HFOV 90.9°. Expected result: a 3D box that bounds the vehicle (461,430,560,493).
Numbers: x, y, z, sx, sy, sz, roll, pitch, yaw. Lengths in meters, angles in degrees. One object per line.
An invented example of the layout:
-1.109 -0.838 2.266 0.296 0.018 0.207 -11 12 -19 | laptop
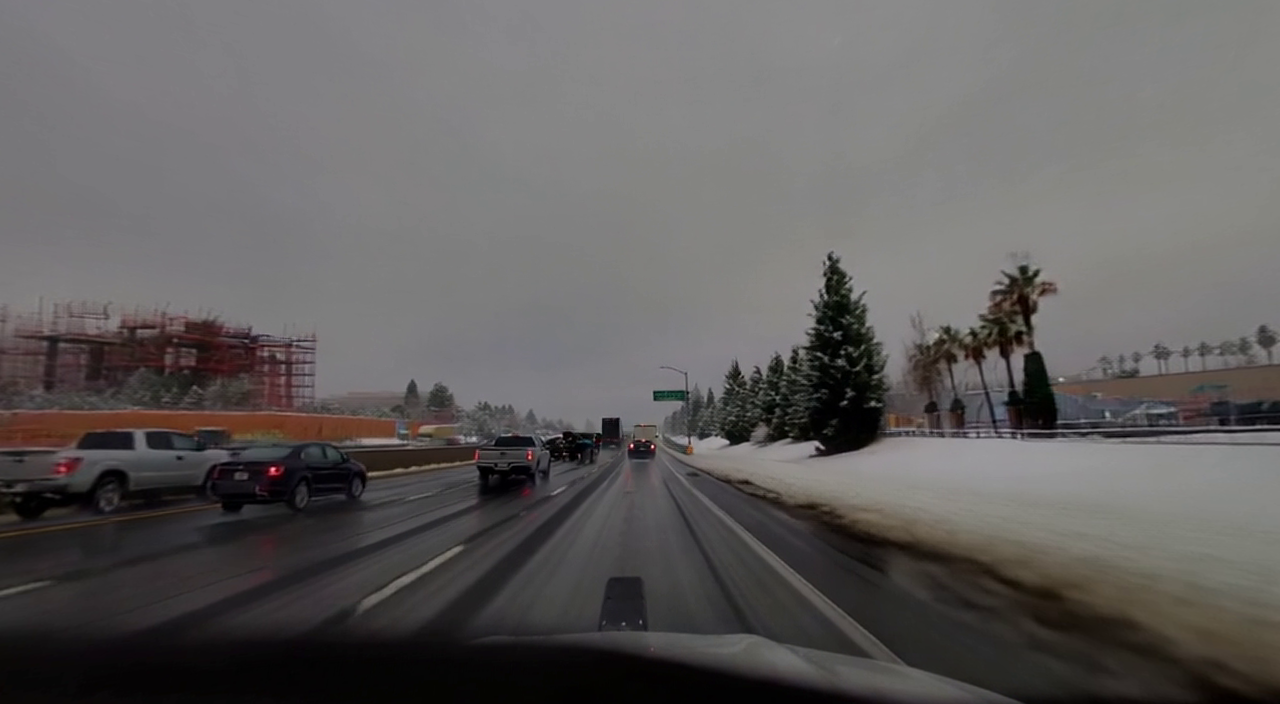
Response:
-3.942 3.408 20.052 2.108 1.740 4.549 0 -8 1 | vehicle

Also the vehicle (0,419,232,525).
-11.636 2.487 13.675 2.077 1.829 5.101 0 -8 1 | vehicle

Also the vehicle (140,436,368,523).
-7.645 2.543 13.165 1.949 1.476 4.410 0 -8 0 | vehicle

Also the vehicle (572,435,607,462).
-3.764 7.351 48.070 2.203 1.958 4.848 -1 -8 1 | vehicle

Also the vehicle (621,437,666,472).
0.184 5.207 32.256 2.136 1.678 4.052 0 -8 0 | vehicle
